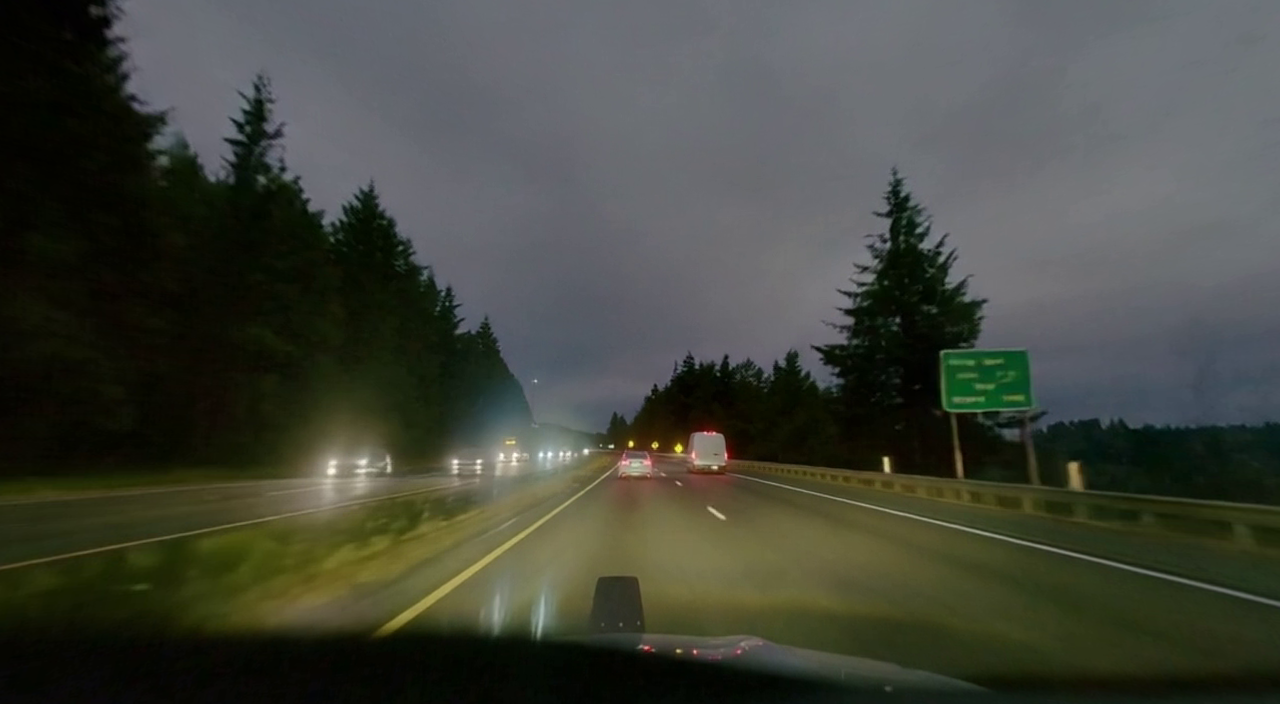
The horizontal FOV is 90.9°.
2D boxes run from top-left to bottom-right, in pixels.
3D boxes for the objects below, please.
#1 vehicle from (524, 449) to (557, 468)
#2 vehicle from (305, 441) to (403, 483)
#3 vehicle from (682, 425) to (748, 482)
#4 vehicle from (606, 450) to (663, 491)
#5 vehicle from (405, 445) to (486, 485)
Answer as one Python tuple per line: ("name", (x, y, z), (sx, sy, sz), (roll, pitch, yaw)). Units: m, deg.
("vehicle", (-7.739, 8.280, 49.133), (1.911, 1.461, 3.984), (0, -9, 0))
("vehicle", (-11.836, 4.578, 26.442), (2.083, 1.616, 4.311), (0, -9, 0))
("vehicle", (3.754, 5.288, 32.956), (2.513, 2.633, 5.930), (0, -9, -2))
("vehicle", (-0.224, 4.539, 24.412), (2.037, 1.417, 3.885), (0, -9, -1))
("vehicle", (-7.819, 4.582, 25.797), (1.952, 1.449, 4.276), (0, -9, 0))
